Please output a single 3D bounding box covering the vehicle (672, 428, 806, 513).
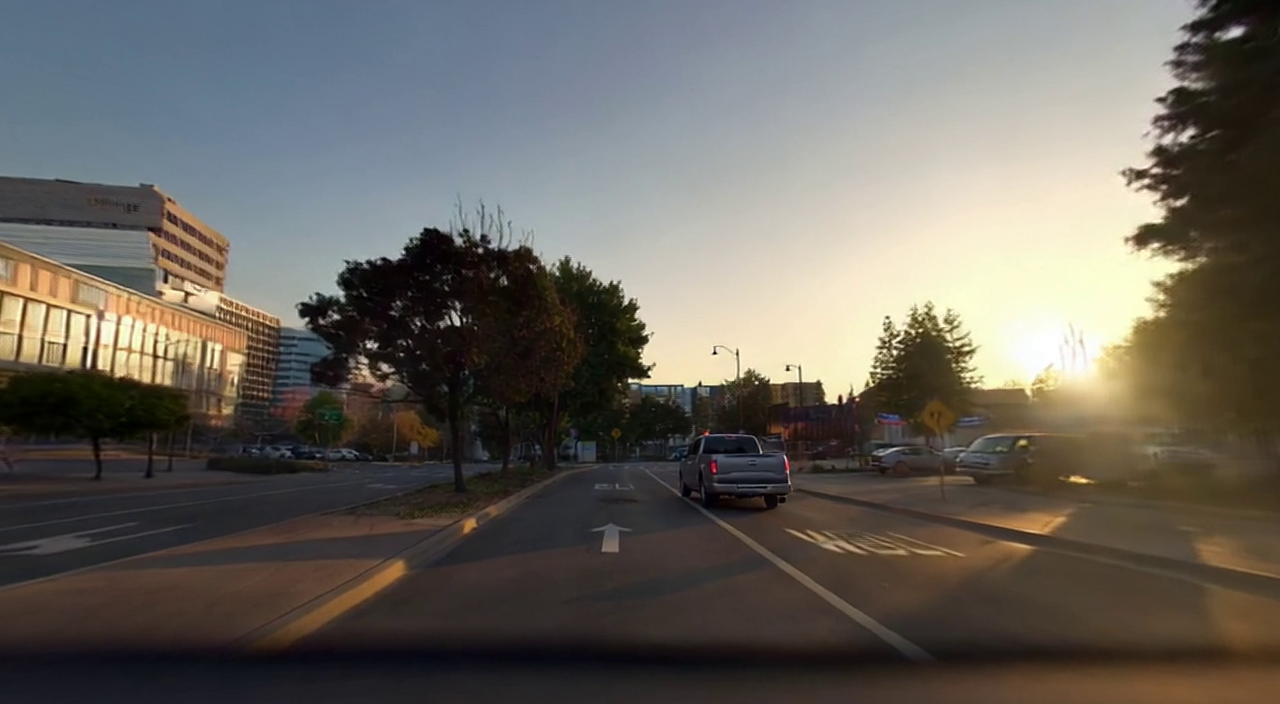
[{"bbox_3d":[2.443,3.154,17.472,2.402,1.922,5.677,1,-8,-4],"label":"vehicle"}]

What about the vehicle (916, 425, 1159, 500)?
[{"bbox_3d":[14.976,4.224,24.206,7.551,2.142,2.896,5,-10,-3],"label":"vehicle"}]
